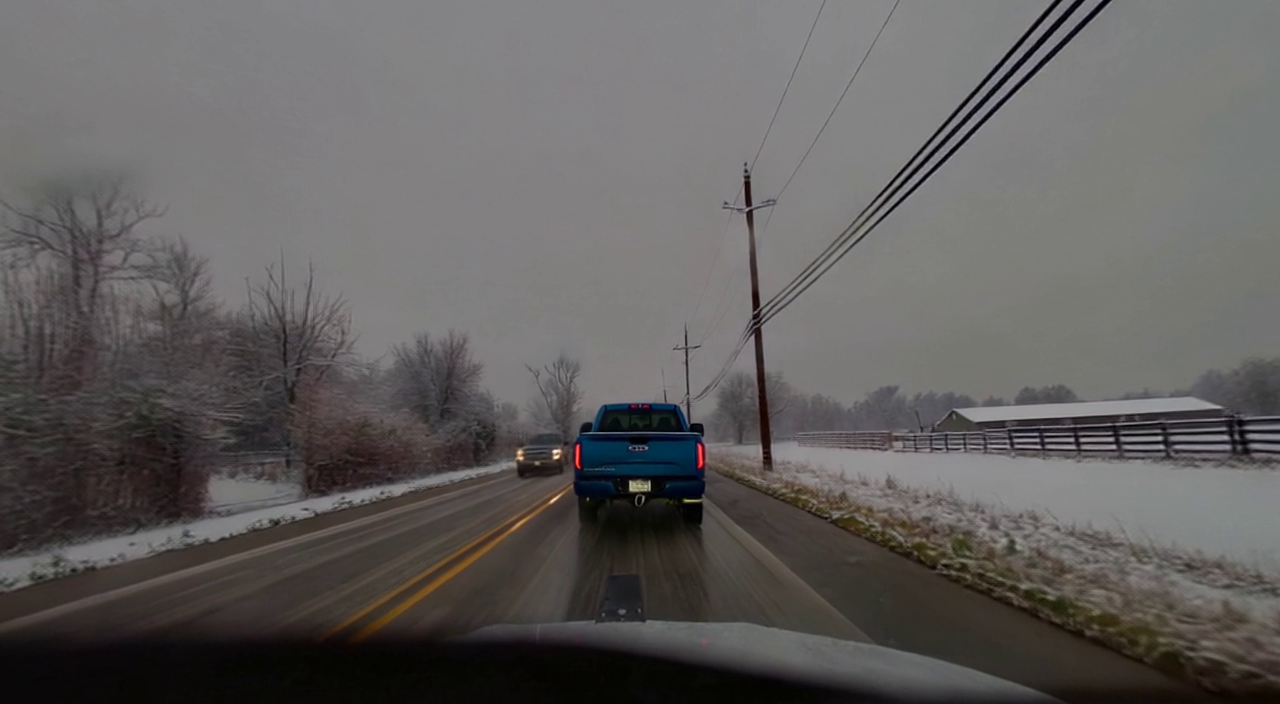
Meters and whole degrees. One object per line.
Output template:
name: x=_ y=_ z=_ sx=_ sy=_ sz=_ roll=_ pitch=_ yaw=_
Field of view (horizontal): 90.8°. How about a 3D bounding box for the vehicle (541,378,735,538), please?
vehicle: x=-0.075 y=1.914 z=11.851 sx=2.693 sy=2.223 sz=5.885 roll=0 pitch=-8 yaw=-1
